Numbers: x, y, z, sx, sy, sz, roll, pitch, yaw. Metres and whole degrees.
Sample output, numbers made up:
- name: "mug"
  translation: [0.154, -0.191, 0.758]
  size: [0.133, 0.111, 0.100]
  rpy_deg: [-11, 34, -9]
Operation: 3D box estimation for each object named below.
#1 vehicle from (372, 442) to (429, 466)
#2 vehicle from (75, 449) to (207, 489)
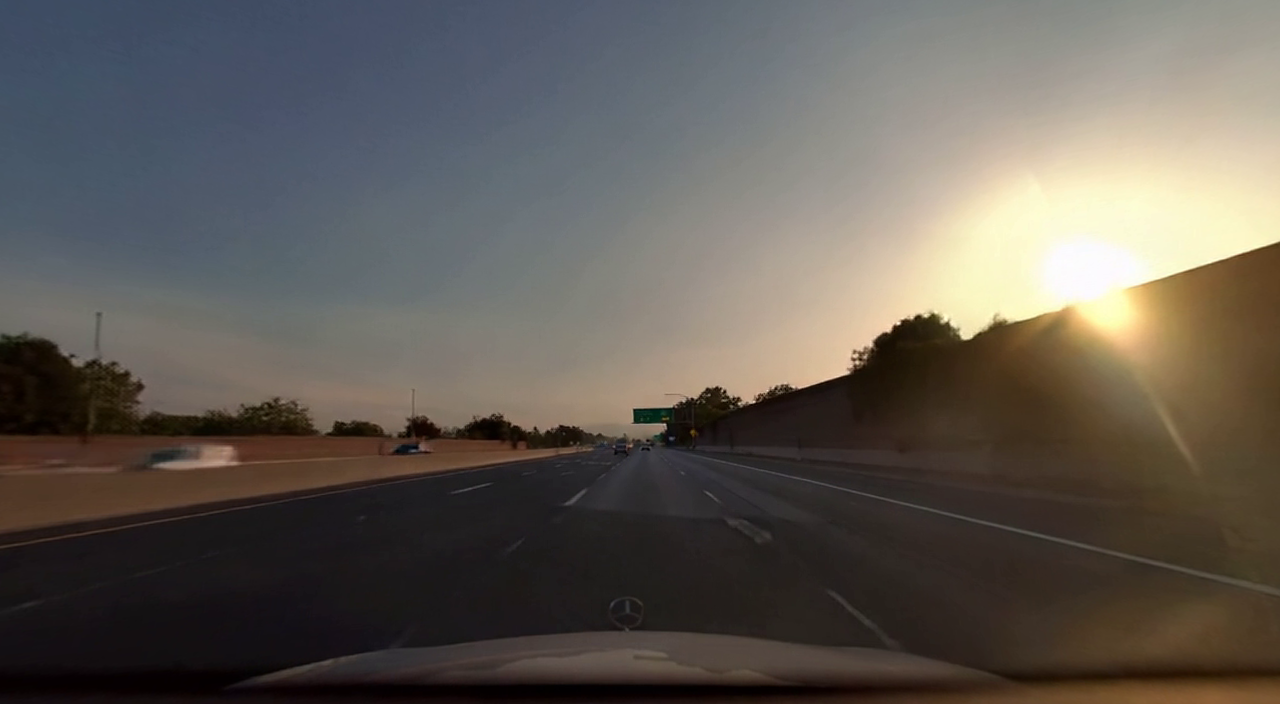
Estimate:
- name: "vehicle"
  translation: [-17.515, 7.473, 46.337]
  size: [2.004, 1.600, 5.305]
  rpy_deg: [-1, -8, 1]
- name: "vehicle"
  translation: [-21.353, 5.007, 27.286]
  size: [1.877, 1.517, 4.667]
  rpy_deg: [0, -8, 0]
